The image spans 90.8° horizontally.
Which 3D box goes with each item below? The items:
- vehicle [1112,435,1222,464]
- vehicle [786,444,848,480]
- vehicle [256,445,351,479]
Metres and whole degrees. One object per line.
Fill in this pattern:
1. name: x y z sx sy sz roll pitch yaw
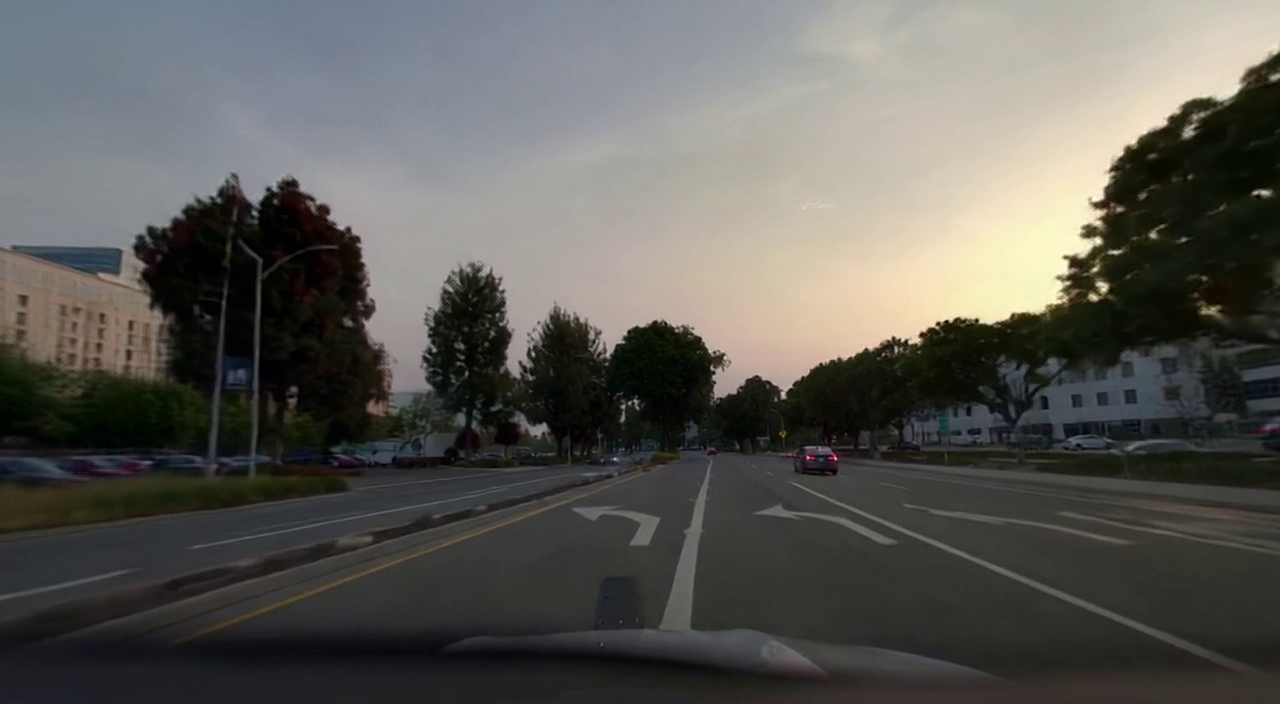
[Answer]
1. vehicle: 26.628 4.927 32.027 3.881 1.410 1.702 -1 -9 4
2. vehicle: 8.726 5.456 31.528 2.181 1.639 4.127 -1 -9 5
3. vehicle: -24.170 7.916 45.573 5.472 2.114 2.482 -3 -10 3
